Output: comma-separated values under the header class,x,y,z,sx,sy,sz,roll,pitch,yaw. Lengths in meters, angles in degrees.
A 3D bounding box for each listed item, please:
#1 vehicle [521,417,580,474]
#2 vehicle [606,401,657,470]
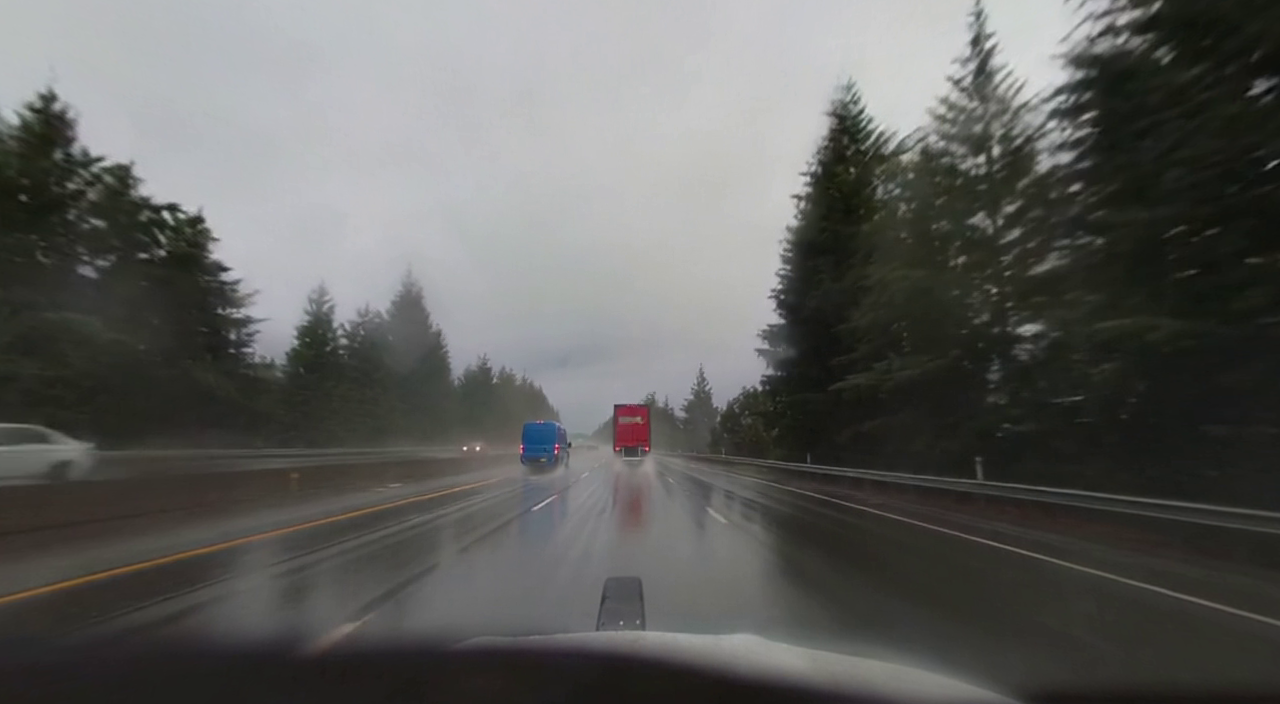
class,x,y,z,sx,sy,sz,roll,pitch,yaw
vehicle,-4.712,5.110,34.322,2.357,2.786,6.144,0,-9,-1
vehicle,-0.581,5.722,42.480,2.995,4.036,10.311,0,-9,-1
